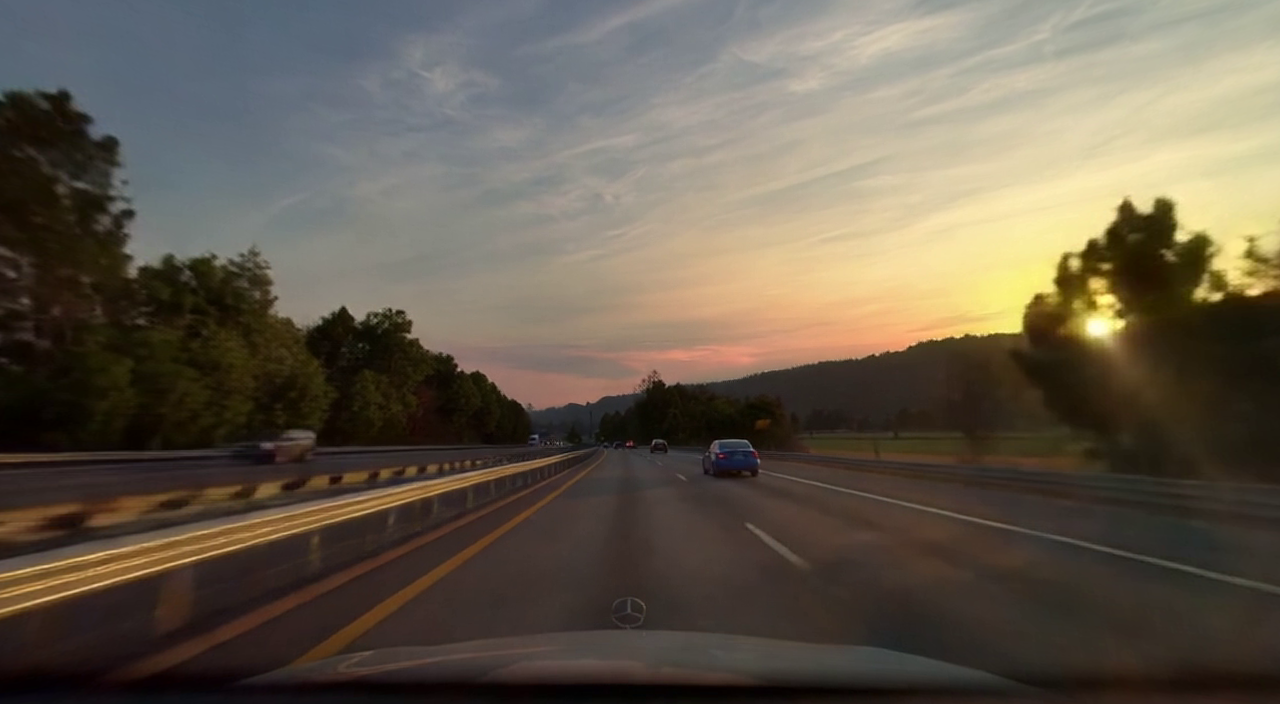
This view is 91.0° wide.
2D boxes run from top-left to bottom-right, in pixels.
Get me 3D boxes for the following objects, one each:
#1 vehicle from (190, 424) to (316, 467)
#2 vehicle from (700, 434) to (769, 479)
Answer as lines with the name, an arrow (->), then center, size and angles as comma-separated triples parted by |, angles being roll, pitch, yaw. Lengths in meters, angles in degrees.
vehicle -> -16.648, 4.052, 27.434 | 2.184, 1.667, 5.019 | -1, -8, 2
vehicle -> 3.429, 3.879, 23.598 | 1.945, 1.538, 3.729 | 0, -8, -1
